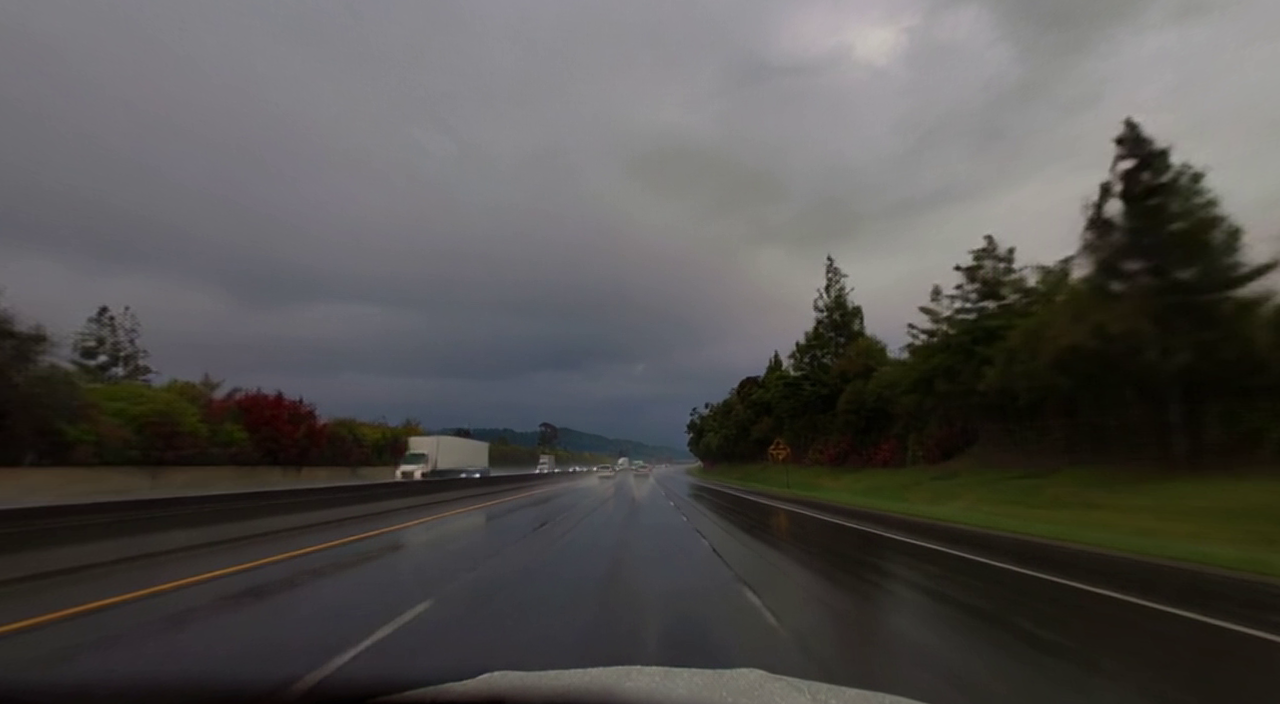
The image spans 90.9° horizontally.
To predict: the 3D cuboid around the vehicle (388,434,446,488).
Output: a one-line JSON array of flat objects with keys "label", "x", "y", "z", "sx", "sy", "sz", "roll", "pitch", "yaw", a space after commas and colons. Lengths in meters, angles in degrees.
[{"label": "vehicle", "x": -16.817, "y": 8.264, "z": 47.771, "sx": 2.964, "sy": 3.880, "sz": 3.101, "roll": 1, "pitch": -11, "yaw": 2}]
